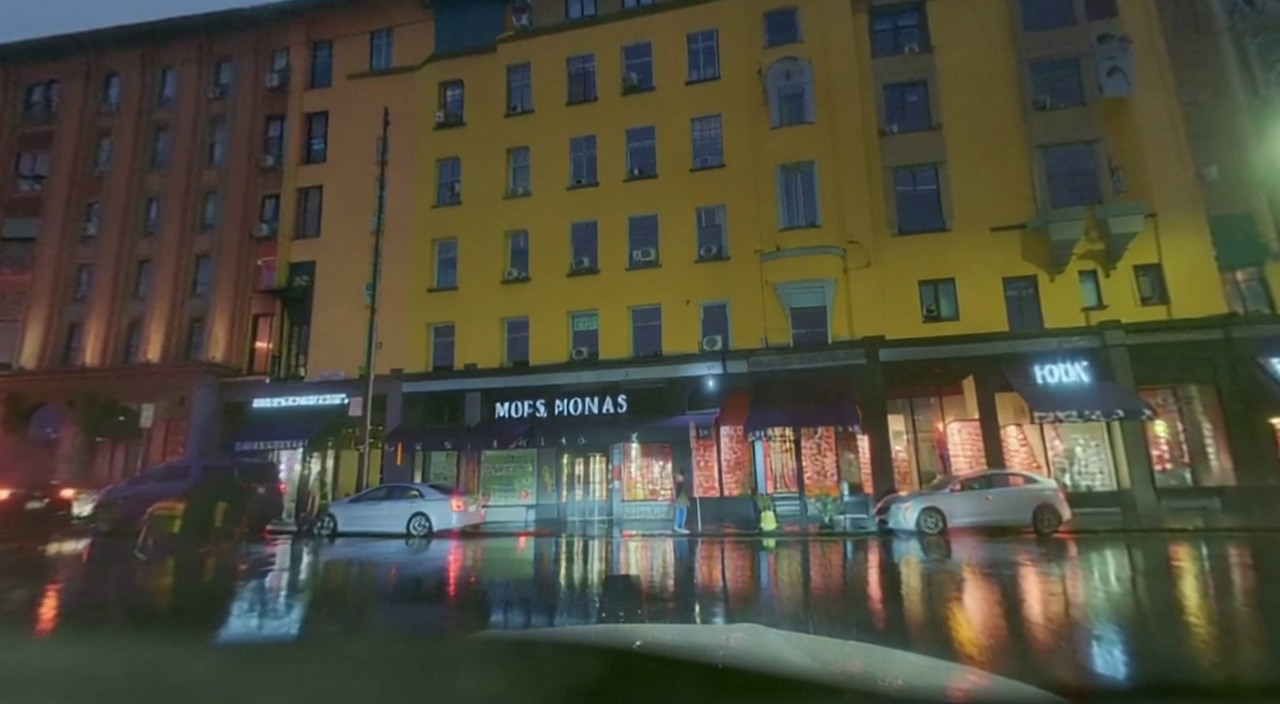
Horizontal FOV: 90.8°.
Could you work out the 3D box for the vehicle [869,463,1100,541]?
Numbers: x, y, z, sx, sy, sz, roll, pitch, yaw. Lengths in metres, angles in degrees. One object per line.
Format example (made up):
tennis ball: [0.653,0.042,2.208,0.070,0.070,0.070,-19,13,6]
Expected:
vehicle: [8.091,3.546,15.220,4.410,1.687,1.834,-1,-9,3]

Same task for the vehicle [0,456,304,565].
vehicle: [-8.019,2.413,10.065,4.330,1.458,1.932,-2,-9,10]

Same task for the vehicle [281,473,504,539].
vehicle: [-6.055,3.791,15.794,4.830,1.421,1.826,-1,-9,5]
